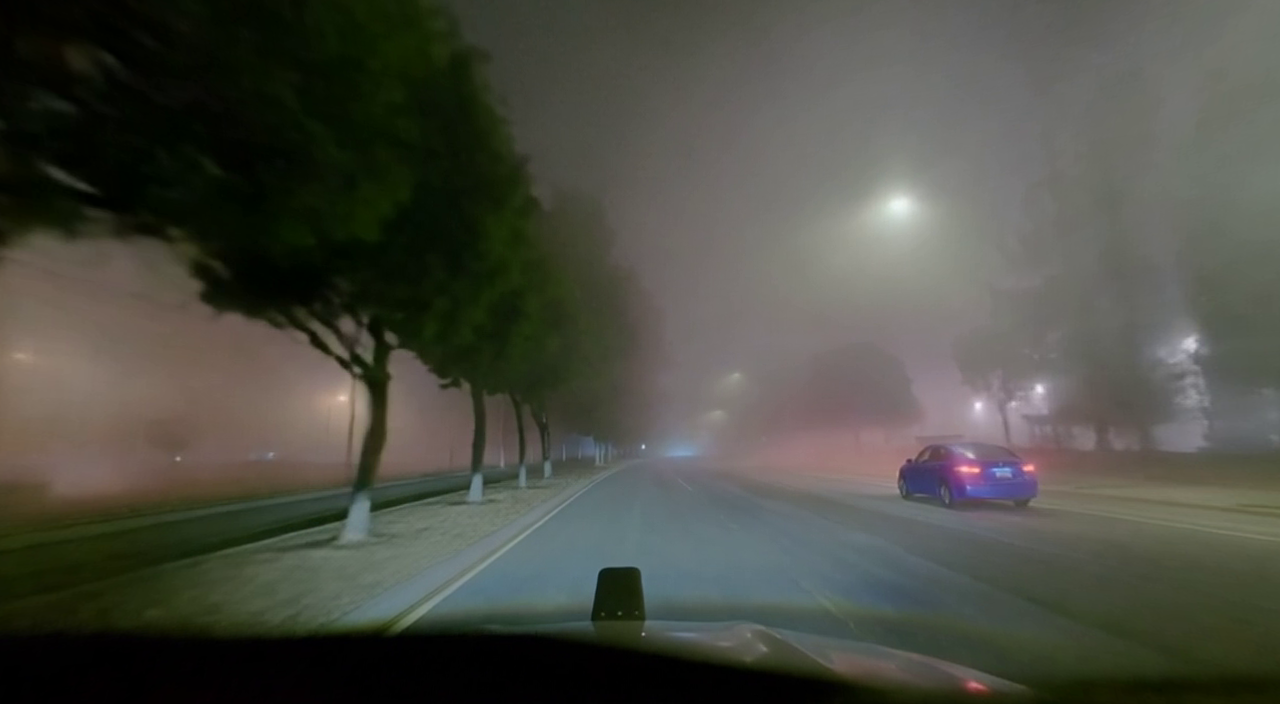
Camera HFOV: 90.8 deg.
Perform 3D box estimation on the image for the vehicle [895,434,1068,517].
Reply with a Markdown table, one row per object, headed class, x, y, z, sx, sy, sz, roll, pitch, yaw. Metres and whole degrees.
| class | x | y | z | sx | sy | sz | roll | pitch | yaw |
| --- | --- | --- | --- | --- | --- | --- | --- | --- | --- |
| vehicle | 7.139 | 2.595 | 13.665 | 1.797 | 1.518 | 3.433 | 0 | -9 | 0 |
